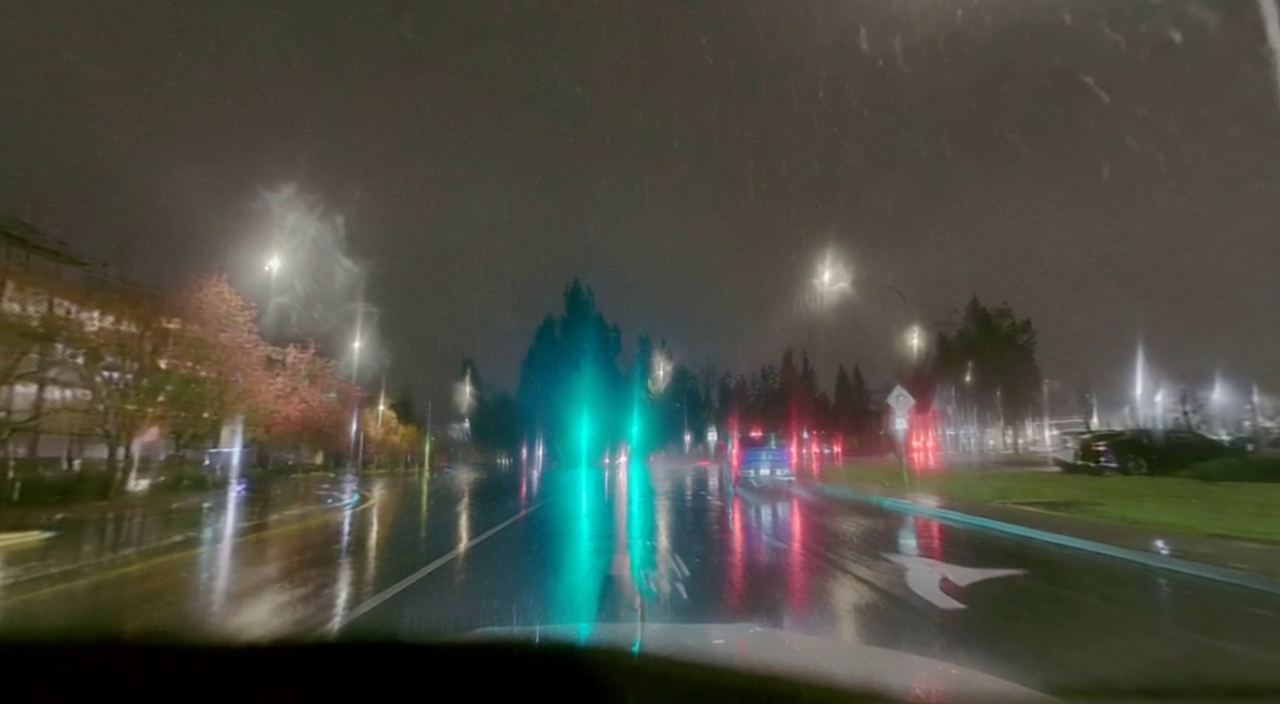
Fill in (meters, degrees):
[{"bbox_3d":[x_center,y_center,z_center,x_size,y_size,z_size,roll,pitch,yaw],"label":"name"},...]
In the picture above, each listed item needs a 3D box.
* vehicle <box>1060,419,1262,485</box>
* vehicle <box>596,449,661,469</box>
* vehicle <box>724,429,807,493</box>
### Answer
[{"bbox_3d":[17.680,3.397,21.723,4.765,1.678,2.228,-5,-4,7],"label":"vehicle"},{"bbox_3d":[-0.878,8.165,48.410,4.633,1.467,1.842,-4,-9,23],"label":"vehicle"},{"bbox_3d":[4.205,3.741,22.093,2.402,1.922,5.677,-1,-9,7],"label":"vehicle"}]
